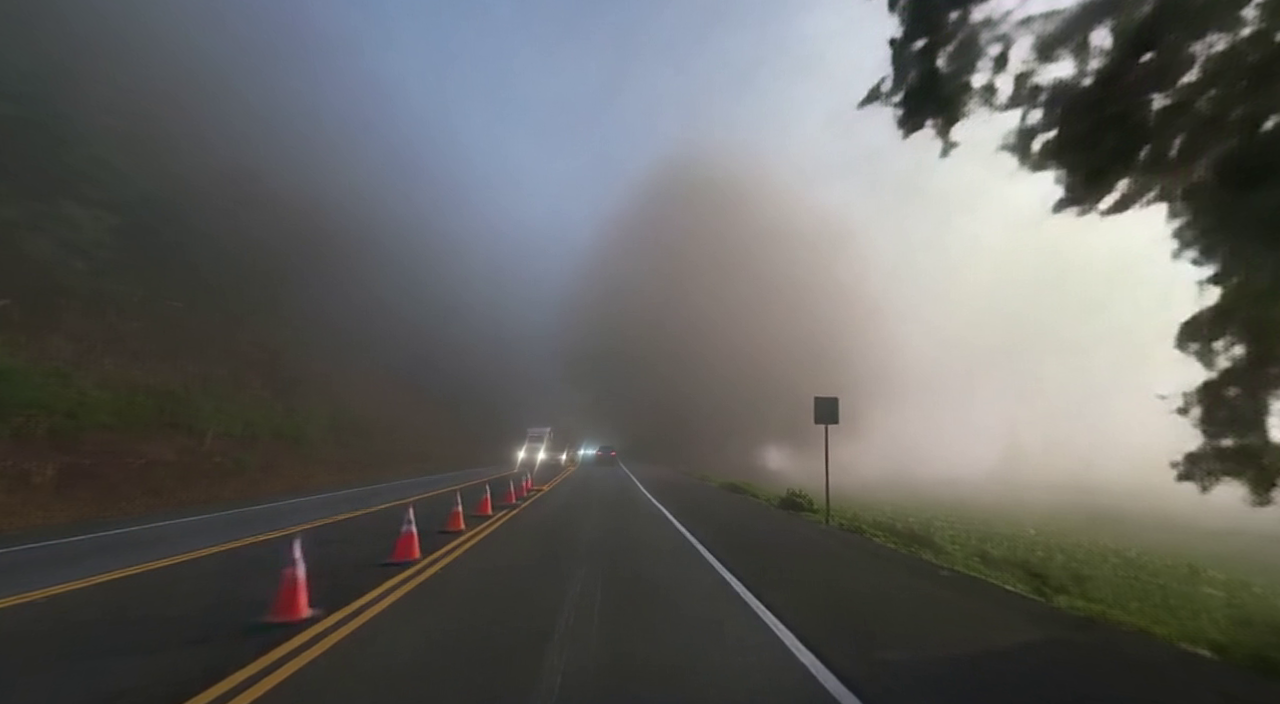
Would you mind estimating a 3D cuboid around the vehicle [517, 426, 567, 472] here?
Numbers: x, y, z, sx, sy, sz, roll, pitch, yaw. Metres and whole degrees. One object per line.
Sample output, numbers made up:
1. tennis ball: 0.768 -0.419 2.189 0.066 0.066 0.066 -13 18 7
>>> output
1. vehicle: -5.636 5.636 36.837 2.380 2.488 4.028 2 -8 -3
